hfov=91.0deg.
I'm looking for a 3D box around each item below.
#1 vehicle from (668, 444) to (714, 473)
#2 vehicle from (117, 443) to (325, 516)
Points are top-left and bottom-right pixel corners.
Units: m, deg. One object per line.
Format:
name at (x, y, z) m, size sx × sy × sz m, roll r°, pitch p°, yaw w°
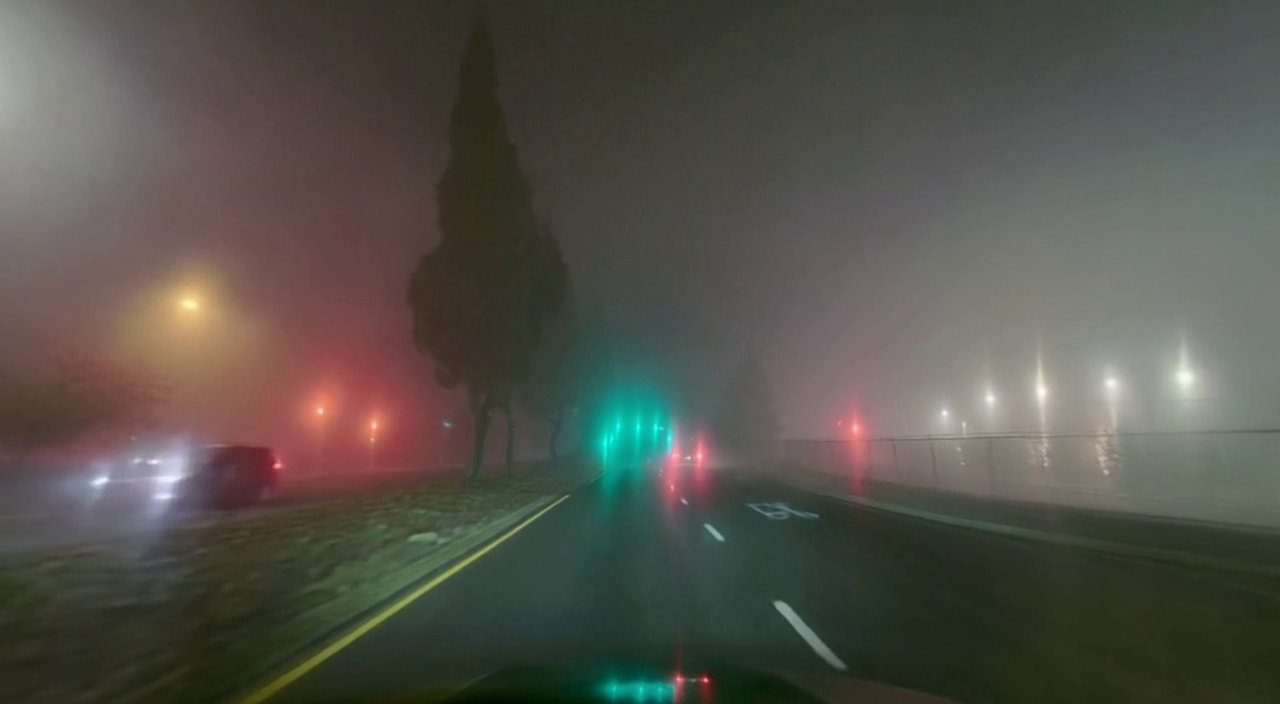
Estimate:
vehicle at (2.777, 5.877, 34.934) m, size 2.105 × 1.490 × 4.008 m, roll 0°, pitch -9°, yaw -2°
vehicle at (-9.450, 2.866, 14.741) m, size 1.833 × 1.420 × 4.327 m, roll 0°, pitch -9°, yaw 1°
